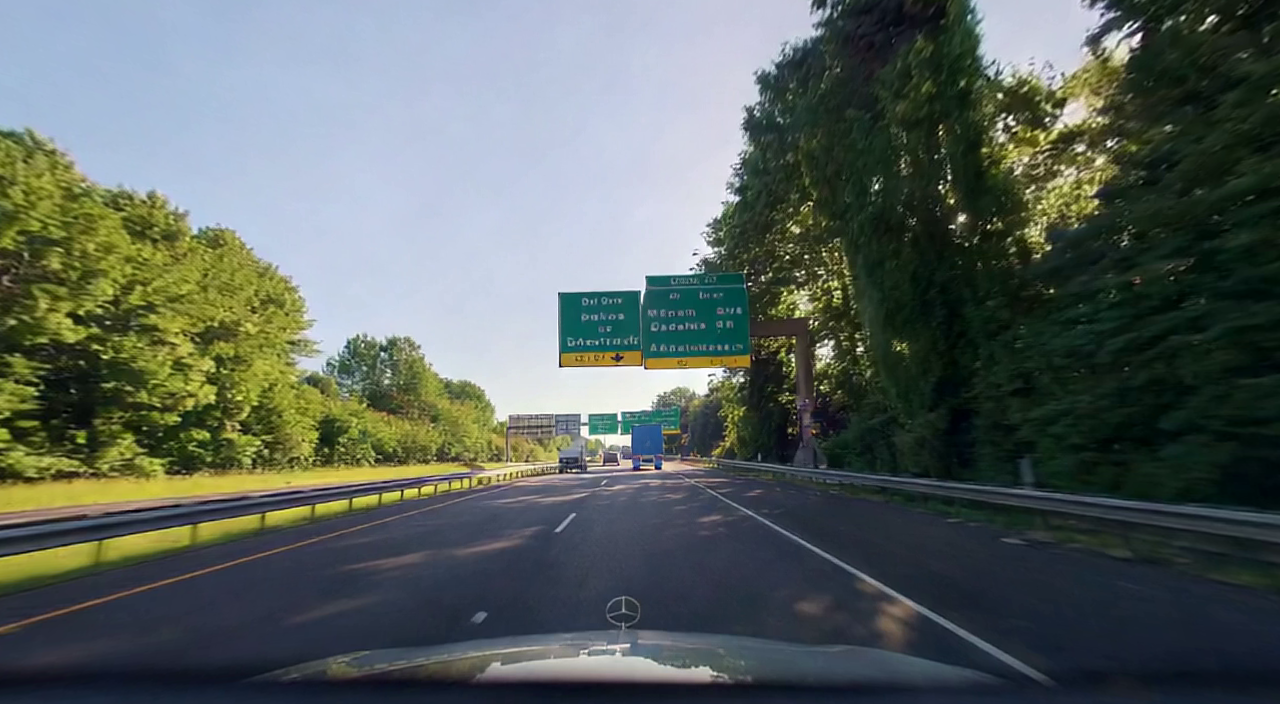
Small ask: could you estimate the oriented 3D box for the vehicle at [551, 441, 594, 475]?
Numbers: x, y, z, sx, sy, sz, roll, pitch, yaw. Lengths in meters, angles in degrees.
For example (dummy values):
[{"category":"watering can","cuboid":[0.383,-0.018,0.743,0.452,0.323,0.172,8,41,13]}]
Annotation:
[{"category":"vehicle","cuboid":[-4.158,6.631,39.699,2.168,1.980,4.622,0,-9,0]}]
